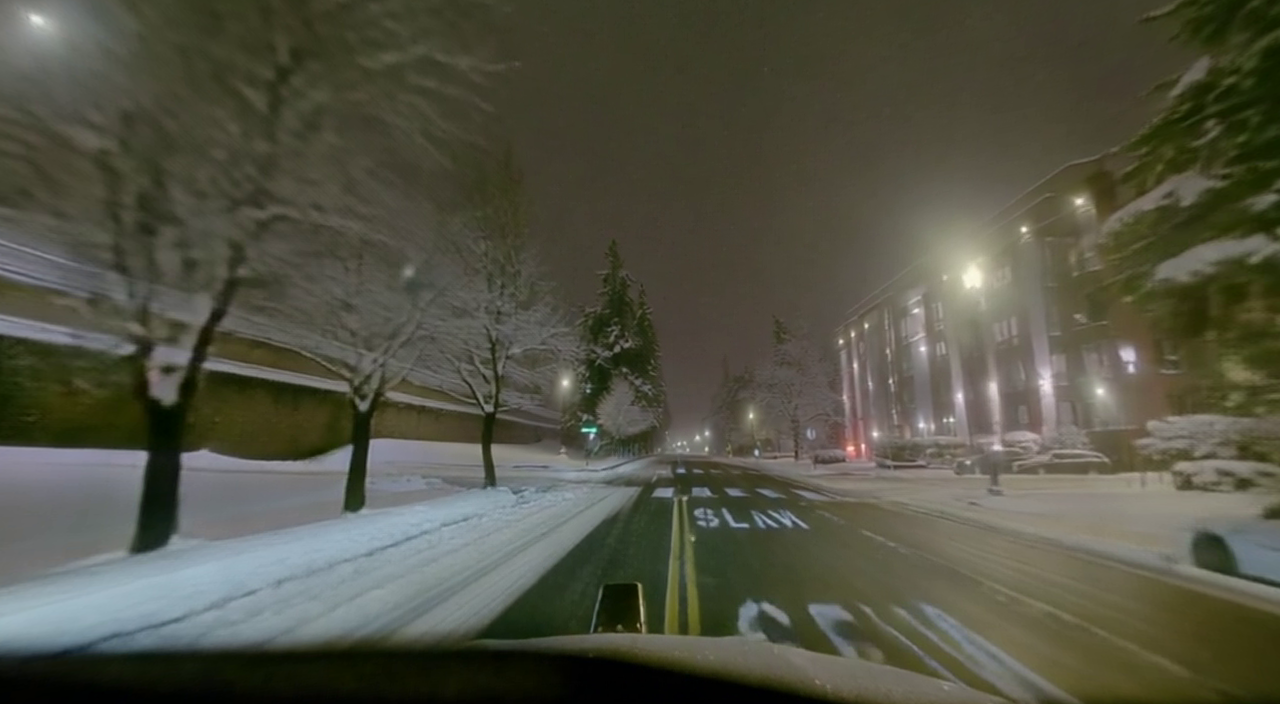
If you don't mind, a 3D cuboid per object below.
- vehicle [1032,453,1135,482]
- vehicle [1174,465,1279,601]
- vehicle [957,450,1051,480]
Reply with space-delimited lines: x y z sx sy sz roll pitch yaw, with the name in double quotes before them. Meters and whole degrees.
"vehicle" 25.542 6.605 36.399 1.842 1.508 4.412 7 -11 -35
"vehicle" 8.286 1.932 6.178 2.067 1.498 4.771 0 -9 3
"vehicle" 21.608 6.690 37.522 2.066 1.654 4.269 7 -11 -35
